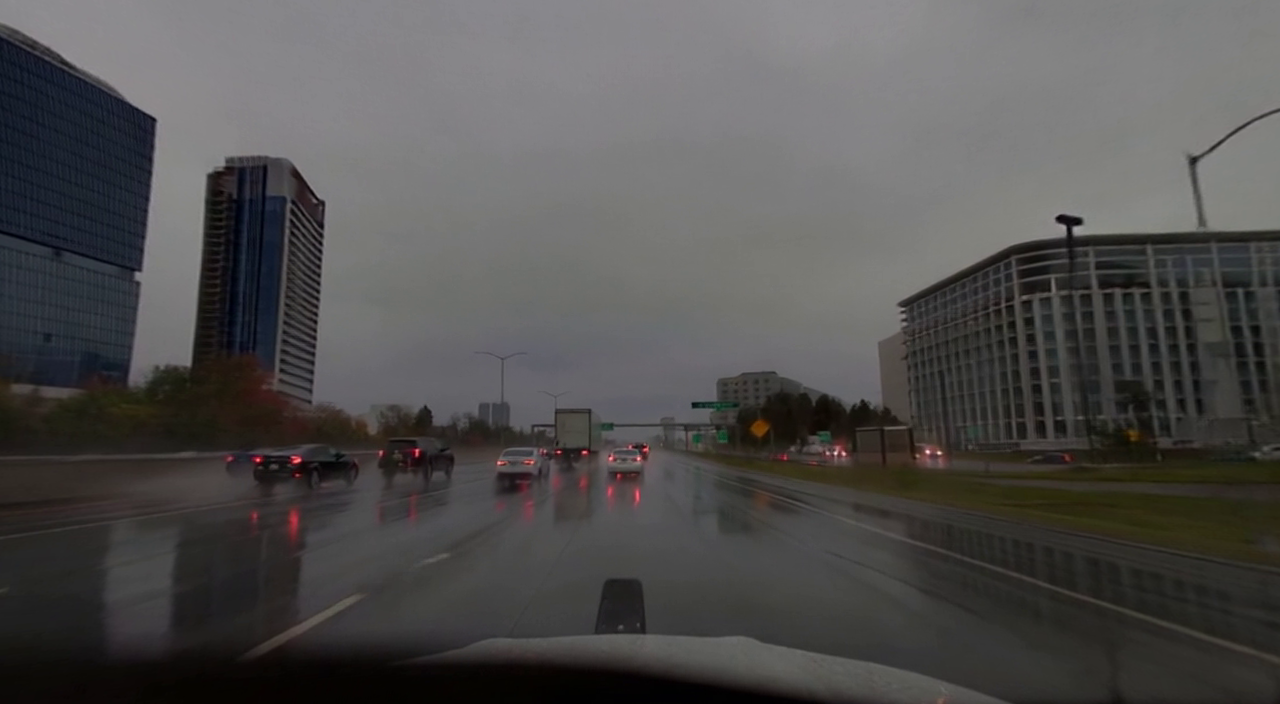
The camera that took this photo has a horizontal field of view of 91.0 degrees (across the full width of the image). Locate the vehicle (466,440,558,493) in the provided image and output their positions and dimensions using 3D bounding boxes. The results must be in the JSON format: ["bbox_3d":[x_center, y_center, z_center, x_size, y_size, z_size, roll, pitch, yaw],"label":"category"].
[{"bbox_3d":[-4.036,3.671,20.565,2.016,1.497,4.235,0,-9,1],"label":"vehicle"}]

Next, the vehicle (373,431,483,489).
[{"bbox_3d":[-7.392,3.815,22.576,2.190,1.821,4.800,0,-9,1],"label":"vehicle"}]

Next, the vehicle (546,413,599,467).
[{"bbox_3d":[-4.440,6.069,43.138,2.955,3.359,8.322,1,-9,-2],"label":"vehicle"}]

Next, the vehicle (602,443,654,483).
[{"bbox_3d":[-0.464,4.520,25.939,1.991,1.488,3.922,0,-9,0],"label":"vehicle"}]

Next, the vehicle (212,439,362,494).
[{"bbox_3d":[-10.913,3.564,19.970,1.987,1.495,4.710,0,-9,1],"label":"vehicle"}]
